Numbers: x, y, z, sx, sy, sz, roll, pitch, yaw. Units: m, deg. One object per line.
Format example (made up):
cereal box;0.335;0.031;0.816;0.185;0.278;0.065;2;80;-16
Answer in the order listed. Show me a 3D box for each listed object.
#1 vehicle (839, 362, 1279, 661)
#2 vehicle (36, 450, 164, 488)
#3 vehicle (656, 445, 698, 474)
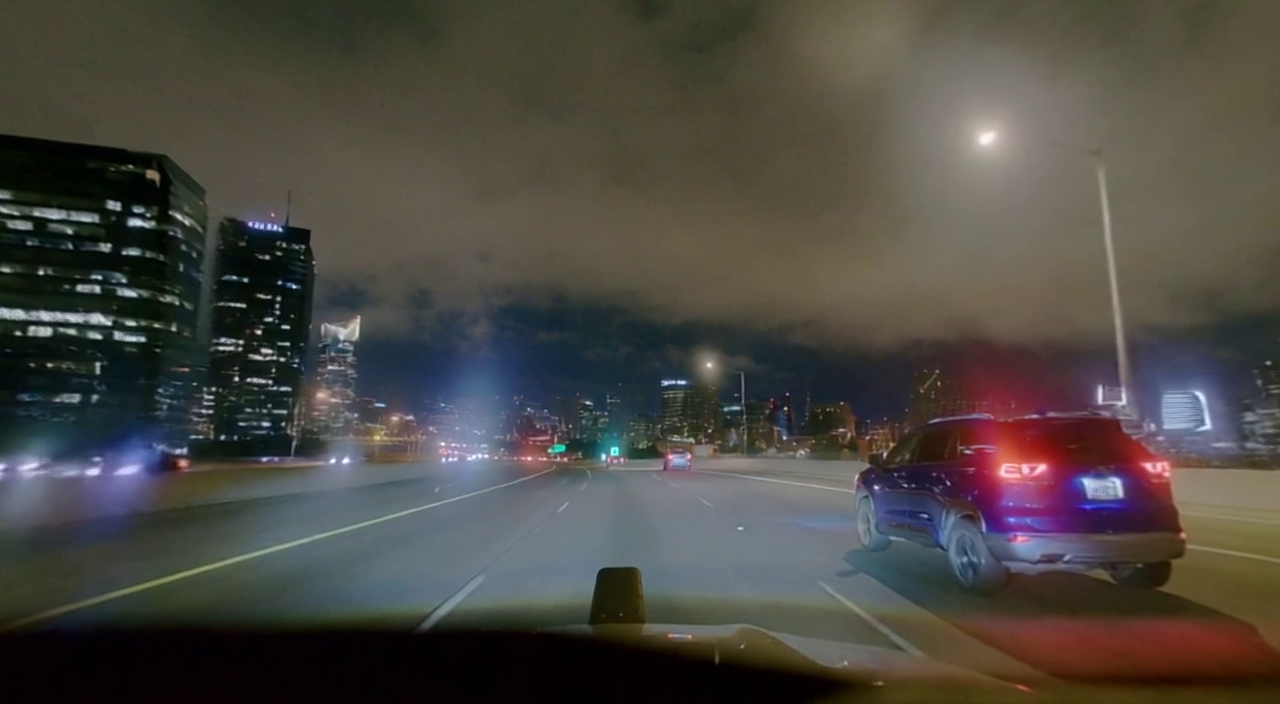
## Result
vehicle;3.792;1.305;6.163;2.182;1.826;4.392;0;-9;-1
vehicle;-25.477;5.488;30.084;1.984;1.647;4.811;0;-9;-2
vehicle;2.376;7.078;41.928;2.110;1.780;4.682;0;-9;-5
